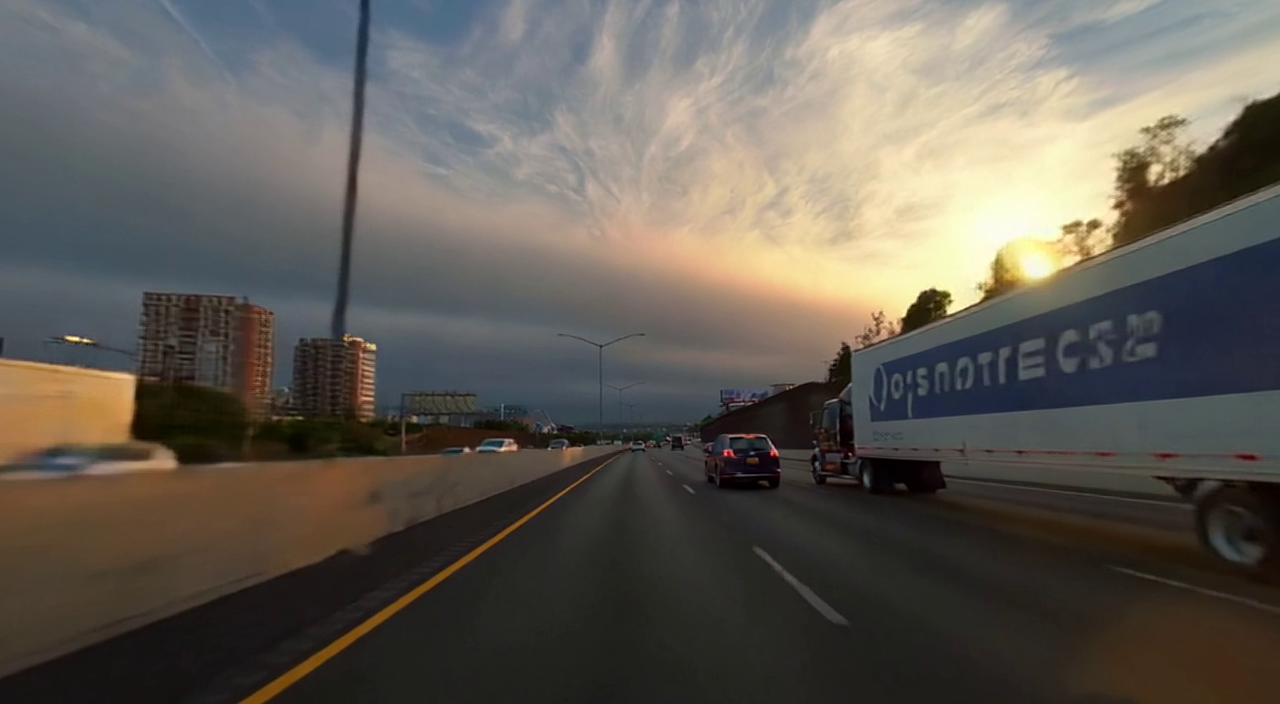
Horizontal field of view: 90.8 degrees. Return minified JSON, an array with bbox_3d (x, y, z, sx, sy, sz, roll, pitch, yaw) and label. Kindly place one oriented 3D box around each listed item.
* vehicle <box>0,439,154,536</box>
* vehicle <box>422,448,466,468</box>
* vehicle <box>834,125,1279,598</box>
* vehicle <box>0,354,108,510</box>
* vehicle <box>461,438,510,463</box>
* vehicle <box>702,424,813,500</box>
[{"bbox_3d":[-10.795,2.217,10.582,1.943,1.468,4.227,0,-9,-1],"label":"vehicle"},{"bbox_3d":[-14.730,7.977,47.710,1.889,1.432,4.473,0,-9,1],"label":"vehicle"},{"bbox_3d":[6.910,0.745,9.932,2.864,4.060,14.637,0,-9,-1],"label":"vehicle"},{"bbox_3d":[-18.452,1.444,12.189,2.866,4.122,15.694,0,-9,0],"label":"vehicle"},{"bbox_3d":[-10.698,6.888,44.135,2.018,1.637,5.003,0,-9,1],"label":"vehicle"},{"bbox_3d":[2.888,2.830,16.589,1.973,1.710,4.476,0,-9,-1],"label":"vehicle"}]
